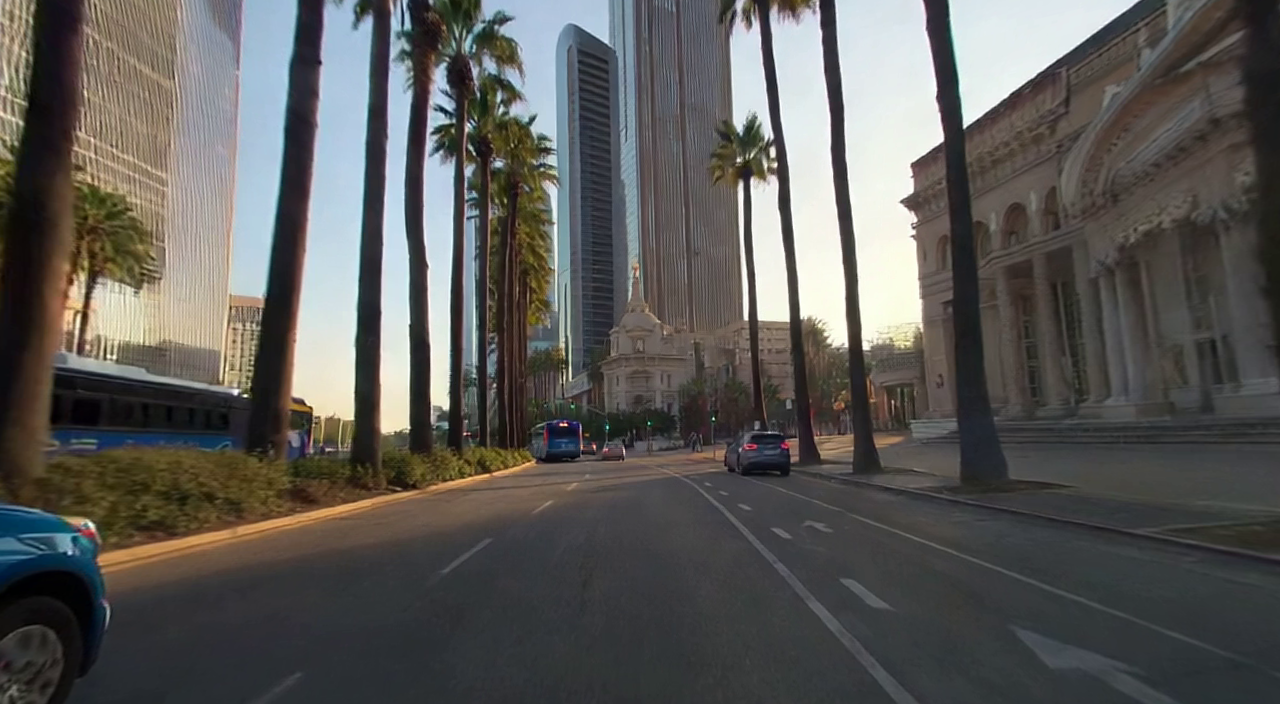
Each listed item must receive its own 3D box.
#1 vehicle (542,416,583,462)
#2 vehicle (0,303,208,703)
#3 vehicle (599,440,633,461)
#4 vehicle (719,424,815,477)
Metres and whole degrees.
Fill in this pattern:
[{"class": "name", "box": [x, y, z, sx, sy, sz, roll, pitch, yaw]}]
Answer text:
[{"class": "vehicle", "box": [-5.772, 6.557, 47.244, 2.678, 3.042, 8.474, 2, -9, -6]}, {"class": "vehicle", "box": [-3.606, 0.543, 1.254, 2.120, 1.826, 4.737, 0, -8, 0]}, {"class": "vehicle", "box": [-1.794, 7.152, 45.889, 2.107, 1.481, 4.097, 1, -8, -8]}, {"class": "vehicle", "box": [4.869, 3.905, 25.145, 2.212, 1.854, 5.419, 1, -8, -6]}]
